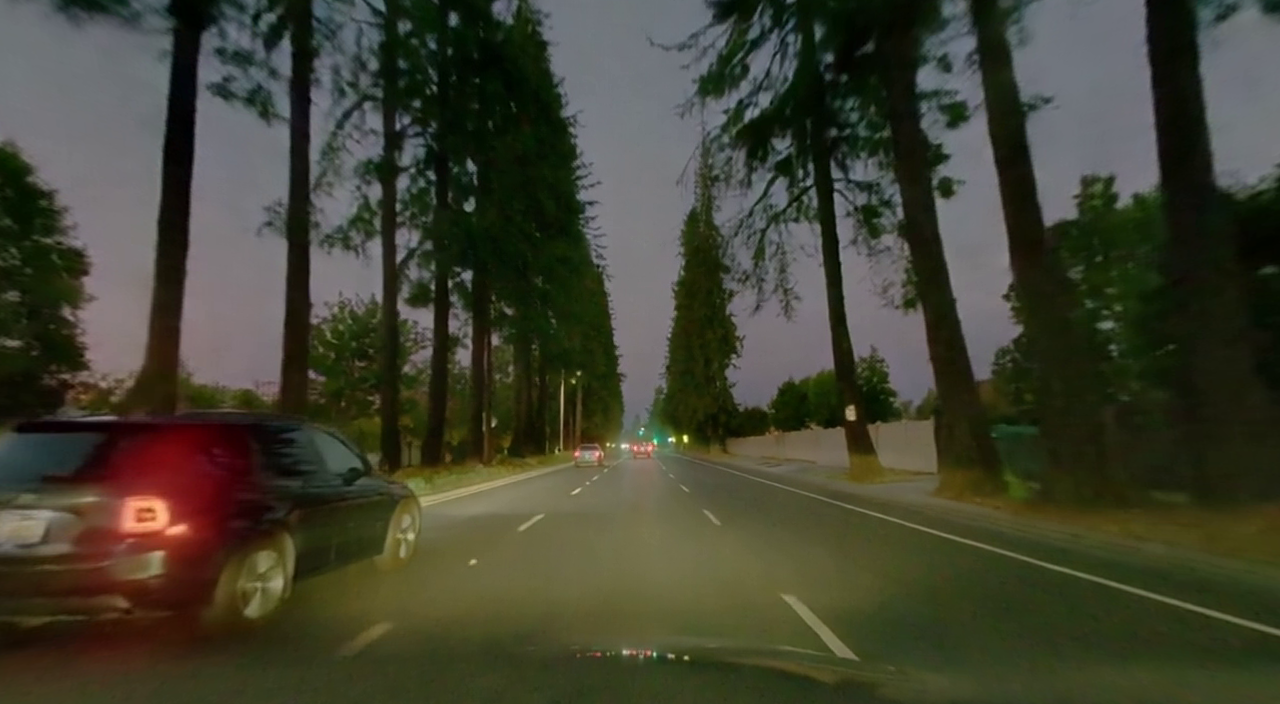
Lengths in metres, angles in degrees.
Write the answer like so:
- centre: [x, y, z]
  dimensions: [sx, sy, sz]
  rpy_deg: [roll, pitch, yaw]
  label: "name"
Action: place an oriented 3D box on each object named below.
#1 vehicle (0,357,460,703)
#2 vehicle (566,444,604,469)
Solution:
- centre: [-3.223, 1.210, 5.199]
  dimensions: [2.058, 1.671, 4.704]
  rpy_deg: [0, -9, 0]
  label: "vehicle"
- centre: [-3.454, 6.654, 40.252]
  dimensions: [2.021, 1.466, 4.330]
  rpy_deg: [0, -9, 1]
  label: "vehicle"
